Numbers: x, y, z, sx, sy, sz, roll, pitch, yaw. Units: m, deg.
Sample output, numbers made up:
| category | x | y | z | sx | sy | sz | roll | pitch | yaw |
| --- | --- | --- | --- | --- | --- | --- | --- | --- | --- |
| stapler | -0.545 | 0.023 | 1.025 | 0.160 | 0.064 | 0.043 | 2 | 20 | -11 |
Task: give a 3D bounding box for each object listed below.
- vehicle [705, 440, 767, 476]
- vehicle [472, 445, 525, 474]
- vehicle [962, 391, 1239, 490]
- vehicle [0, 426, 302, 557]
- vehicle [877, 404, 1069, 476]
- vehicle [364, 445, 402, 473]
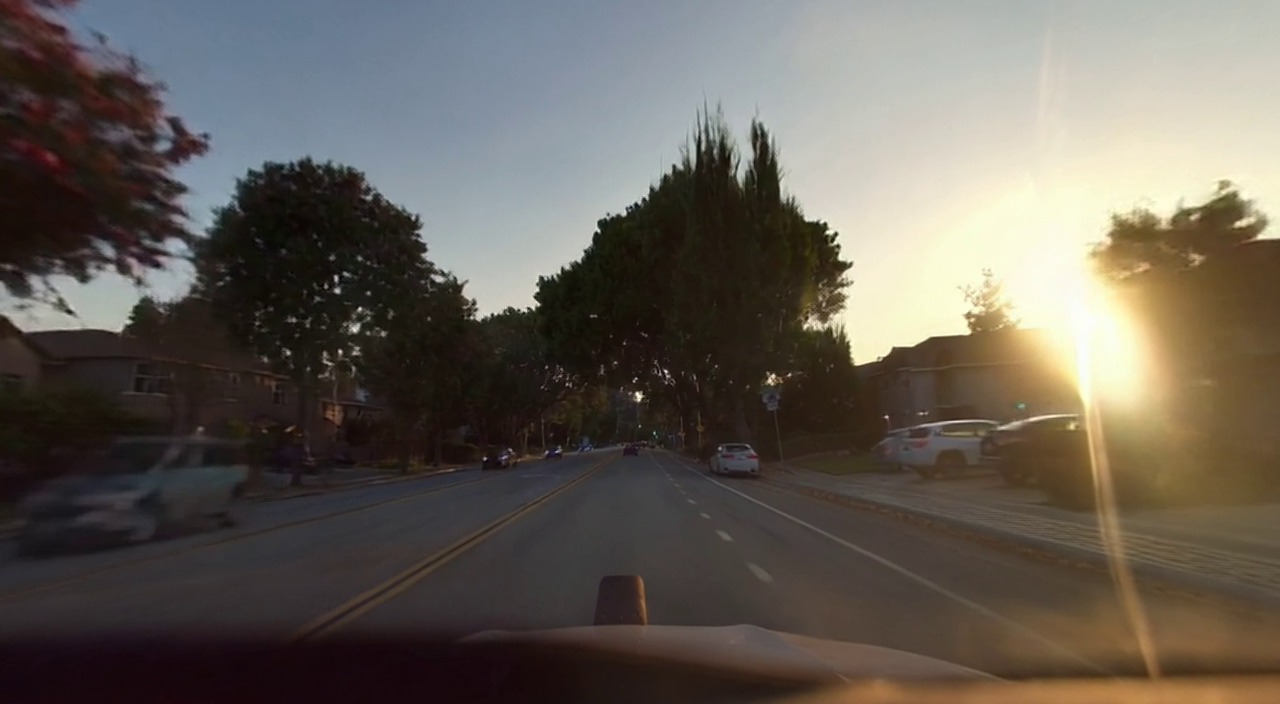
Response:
| category | x | y | z | sx | sy | sz | roll | pitch | yaw |
| --- | --- | --- | --- | --- | --- | --- | --- | --- | --- |
| vehicle | 4.227 | 4.735 | 28.526 | 2.011 | 1.458 | 4.633 | 0 | -8 | -1 |
| vehicle | -8.297 | 6.312 | 37.430 | 2.005 | 1.589 | 4.648 | 0 | -8 | 1 |
| vehicle | 10.760 | 2.113 | 15.015 | 4.964 | 1.739 | 2.184 | -4 | -10 | -8 |
| vehicle | -8.560 | 2.369 | 11.546 | 2.146 | 1.869 | 4.654 | 0 | -8 | 0 |
| vehicle | 10.225 | 2.776 | 19.802 | 4.578 | 2.084 | 2.428 | -1 | -8 | 2 |
| vehicle | -18.789 | 7.810 | 46.450 | 2.141 | 1.797 | 5.403 | 3 | -8 | -18 |
